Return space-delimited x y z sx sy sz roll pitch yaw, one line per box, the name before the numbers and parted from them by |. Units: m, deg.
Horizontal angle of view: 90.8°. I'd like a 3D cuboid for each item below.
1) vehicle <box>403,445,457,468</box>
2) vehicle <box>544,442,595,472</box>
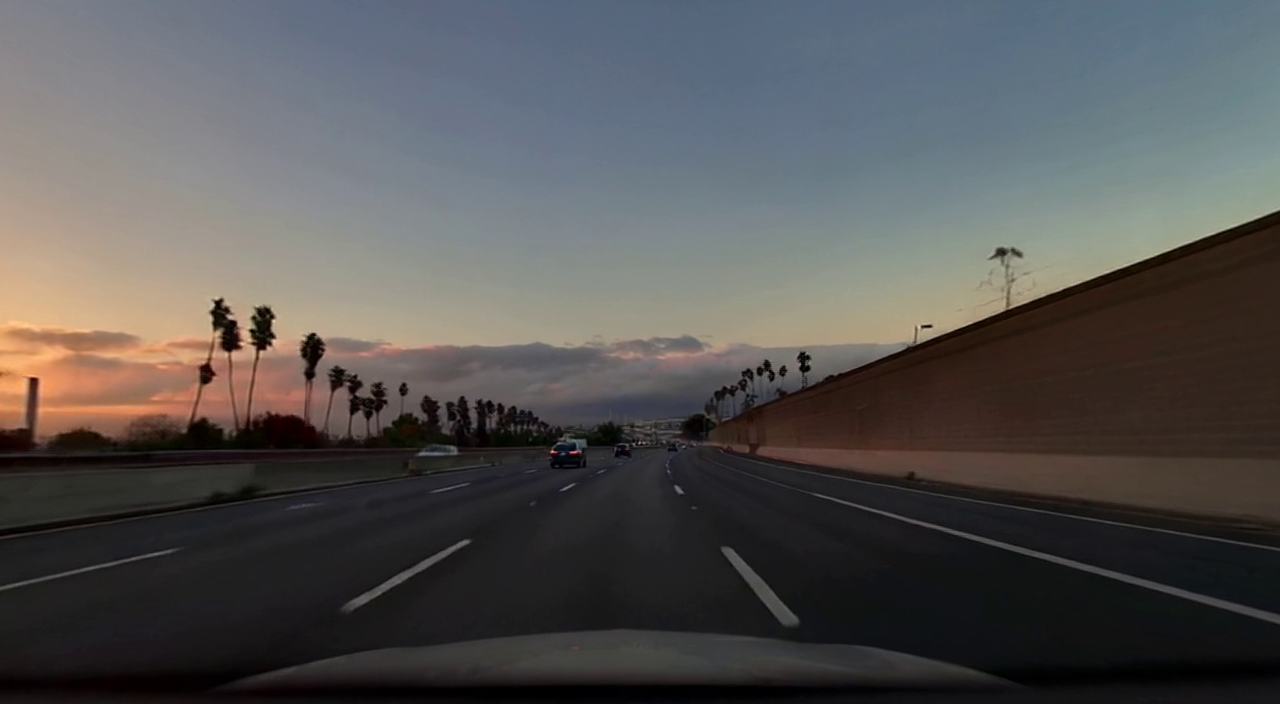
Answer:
vehicle | -14.145 7.030 42.737 2.078 1.483 4.120 -1 -8 3
vehicle | -3.733 5.659 34.296 2.078 1.457 4.648 -1 -8 2
